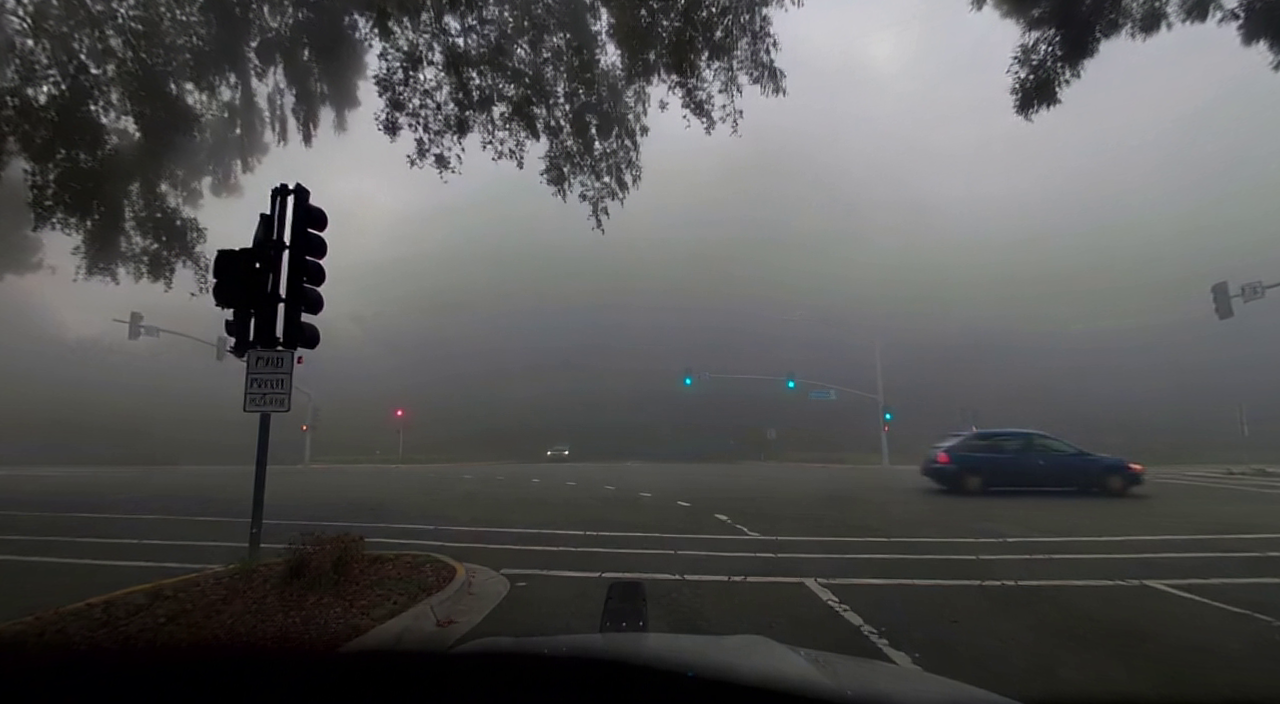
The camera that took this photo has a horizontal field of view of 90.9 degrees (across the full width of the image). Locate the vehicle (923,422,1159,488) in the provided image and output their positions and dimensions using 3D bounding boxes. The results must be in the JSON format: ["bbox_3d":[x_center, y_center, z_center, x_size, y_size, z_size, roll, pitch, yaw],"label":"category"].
[{"bbox_3d":[10.924,2.844,17.517,5.155,1.686,1.937,-1,-8,2],"label":"vehicle"}]
